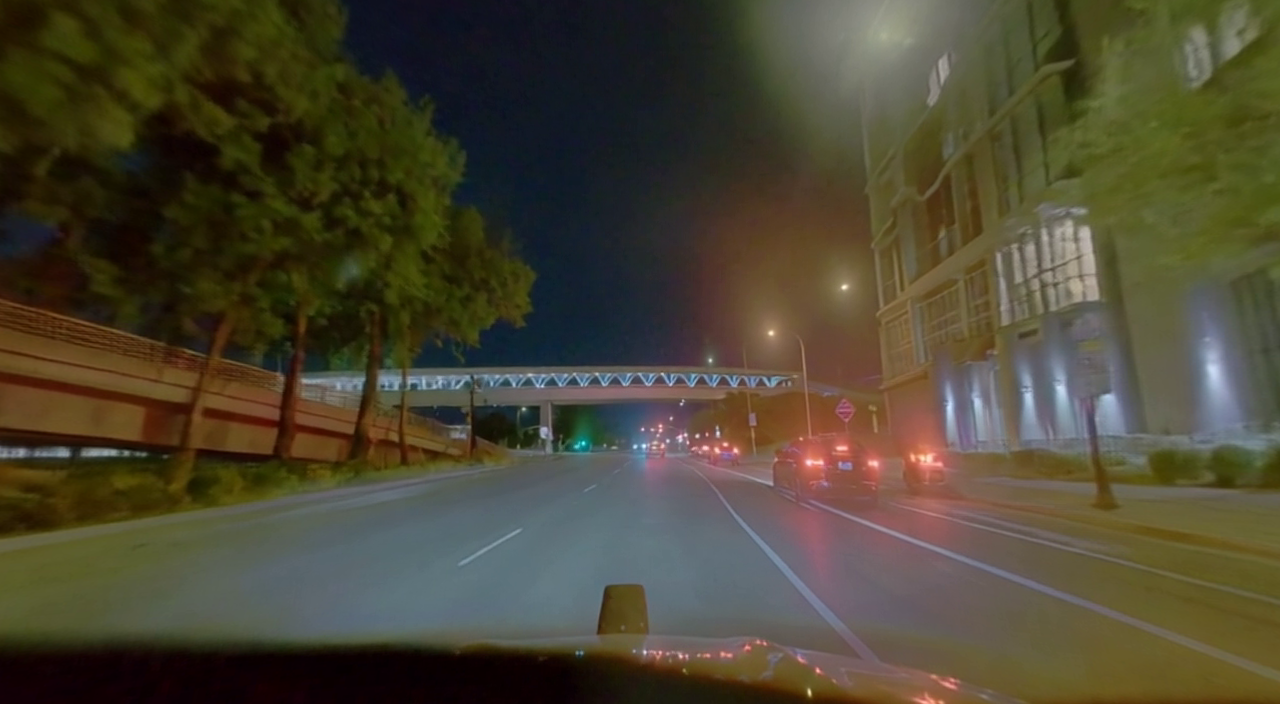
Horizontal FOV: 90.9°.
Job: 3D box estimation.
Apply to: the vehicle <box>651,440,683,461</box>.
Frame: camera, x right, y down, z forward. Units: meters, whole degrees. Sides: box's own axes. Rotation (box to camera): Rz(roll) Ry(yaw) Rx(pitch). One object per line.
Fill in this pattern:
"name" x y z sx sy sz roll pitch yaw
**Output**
"vehicle" 2.023 7.353 46.923 2.280 1.475 4.051 -1 -9 4
